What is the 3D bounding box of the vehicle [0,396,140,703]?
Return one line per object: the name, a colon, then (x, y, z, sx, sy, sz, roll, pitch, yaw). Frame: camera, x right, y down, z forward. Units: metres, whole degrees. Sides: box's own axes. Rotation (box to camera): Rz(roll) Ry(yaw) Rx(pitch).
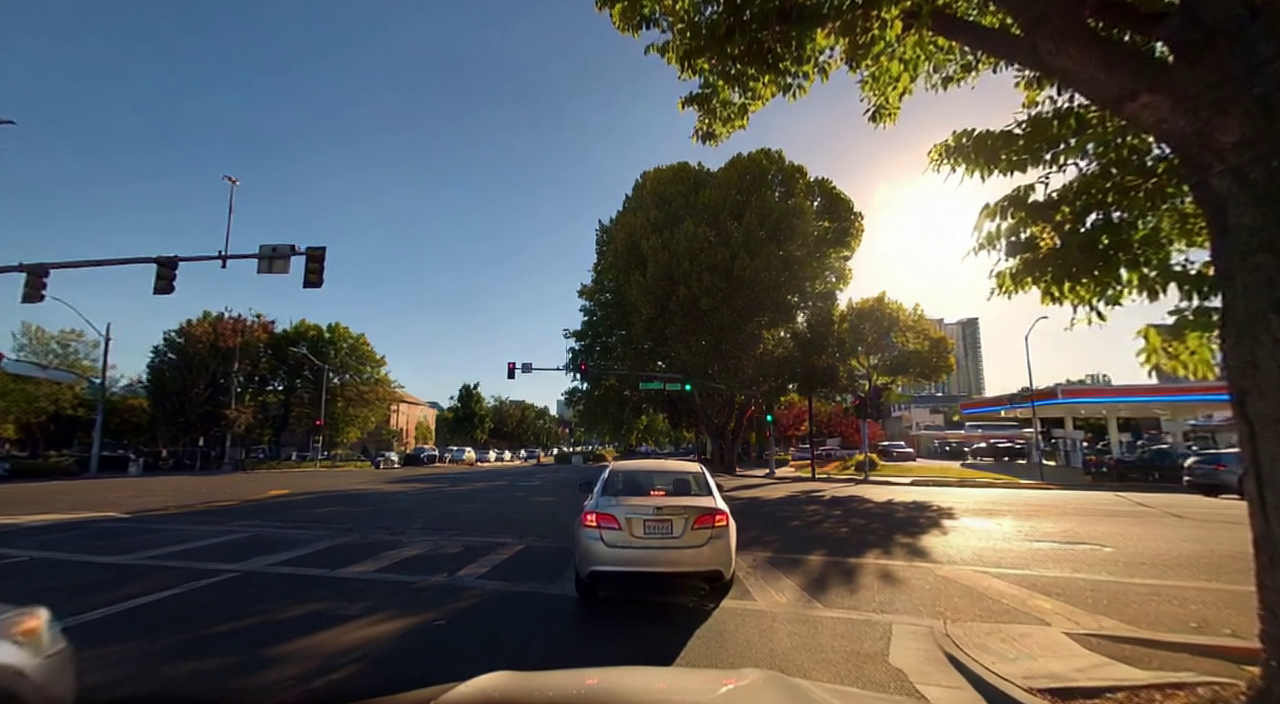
vehicle: (-3.053, 0.621, 0.168, 2.041, 1.483, 4.533, 0, -8, 1)
